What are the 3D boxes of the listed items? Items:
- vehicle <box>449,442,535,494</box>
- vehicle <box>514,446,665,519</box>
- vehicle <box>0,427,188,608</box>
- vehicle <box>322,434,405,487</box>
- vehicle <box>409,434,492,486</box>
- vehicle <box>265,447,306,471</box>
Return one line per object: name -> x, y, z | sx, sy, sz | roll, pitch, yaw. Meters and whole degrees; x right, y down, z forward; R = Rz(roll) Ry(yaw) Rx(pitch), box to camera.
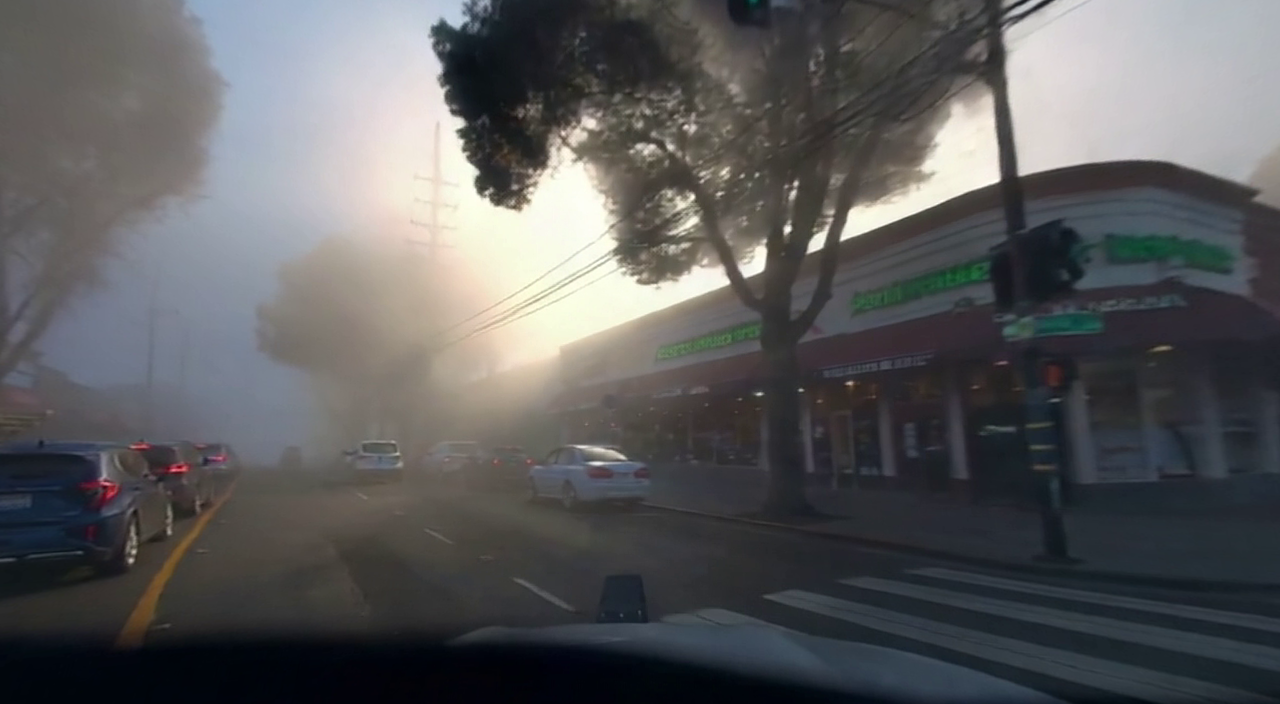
vehicle -> -5.488, 4.172, 23.122 | 1.882, 1.704, 4.055 | 5, -10, -30
vehicle -> -1.491, 3.230, 16.297 | 2.059, 1.550, 4.703 | 4, -10, -29
vehicle -> -7.189, 1.829, 7.770 | 2.087, 1.646, 4.563 | 4, -10, -29
vehicle -> -11.291, 4.344, 25.619 | 2.440, 1.882, 4.611 | 5, -10, -30
vehicle -> -8.386, 4.666, 27.592 | 2.243, 1.992, 5.087 | 5, -10, -30
vehicle -> -23.118, 6.911, 41.072 | 2.050, 1.400, 4.666 | 5, -10, -31
